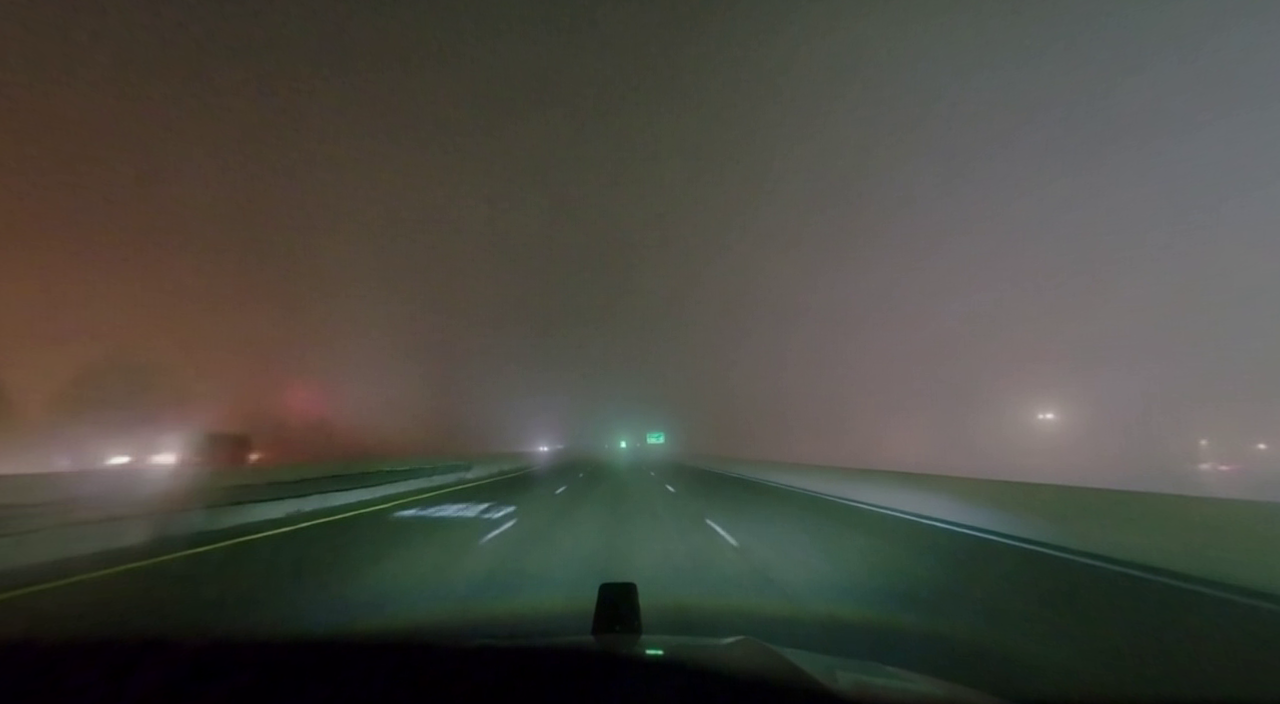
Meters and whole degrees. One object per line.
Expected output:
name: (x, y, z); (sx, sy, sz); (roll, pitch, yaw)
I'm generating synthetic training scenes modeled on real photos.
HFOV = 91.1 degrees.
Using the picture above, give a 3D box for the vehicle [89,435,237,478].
vehicle: (-17.953, 3.978, 24.026); (2.200, 1.467, 4.470); (0, -9, -1)
